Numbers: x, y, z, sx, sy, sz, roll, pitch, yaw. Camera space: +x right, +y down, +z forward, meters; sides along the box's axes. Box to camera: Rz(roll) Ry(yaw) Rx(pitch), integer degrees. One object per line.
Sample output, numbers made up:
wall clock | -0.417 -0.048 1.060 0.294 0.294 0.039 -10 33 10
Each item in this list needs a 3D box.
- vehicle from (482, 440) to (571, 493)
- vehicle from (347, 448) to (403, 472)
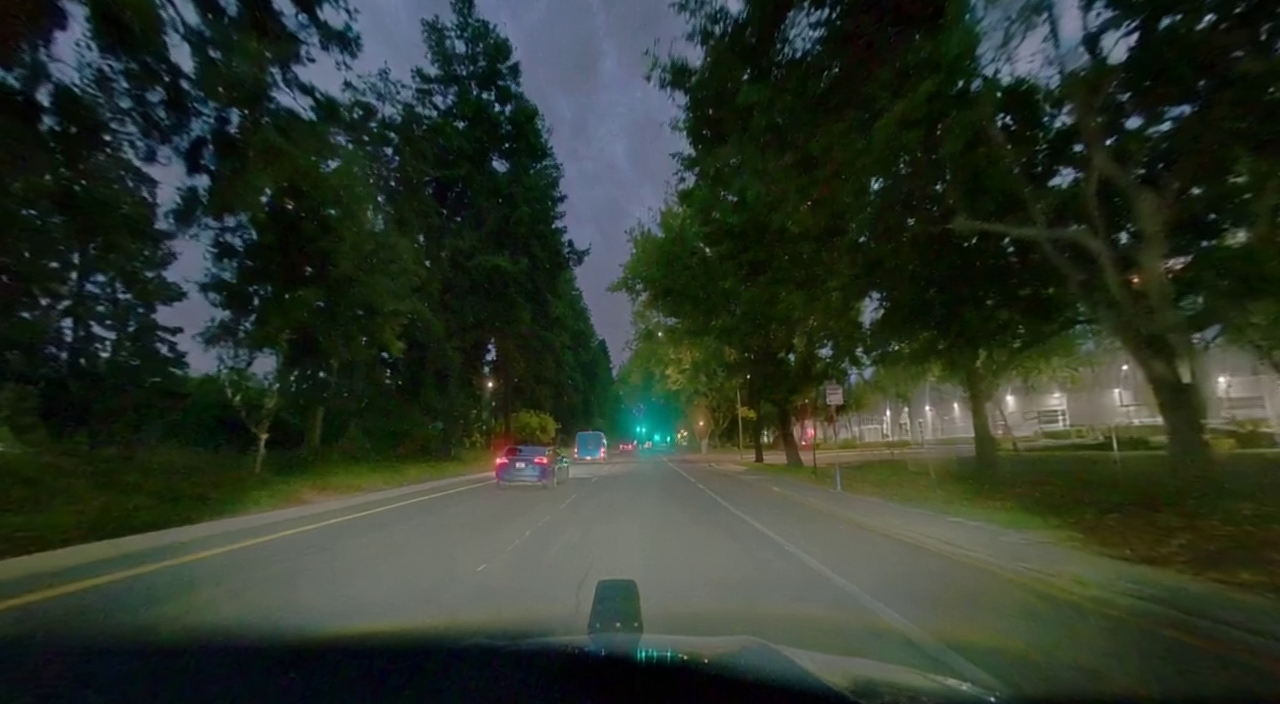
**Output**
vehicle | -3.451 3.567 20.039 2.009 1.473 4.028 0 -8 1
vehicle | -19.212 7.815 46.005 1.965 1.636 4.561 0 -8 1
